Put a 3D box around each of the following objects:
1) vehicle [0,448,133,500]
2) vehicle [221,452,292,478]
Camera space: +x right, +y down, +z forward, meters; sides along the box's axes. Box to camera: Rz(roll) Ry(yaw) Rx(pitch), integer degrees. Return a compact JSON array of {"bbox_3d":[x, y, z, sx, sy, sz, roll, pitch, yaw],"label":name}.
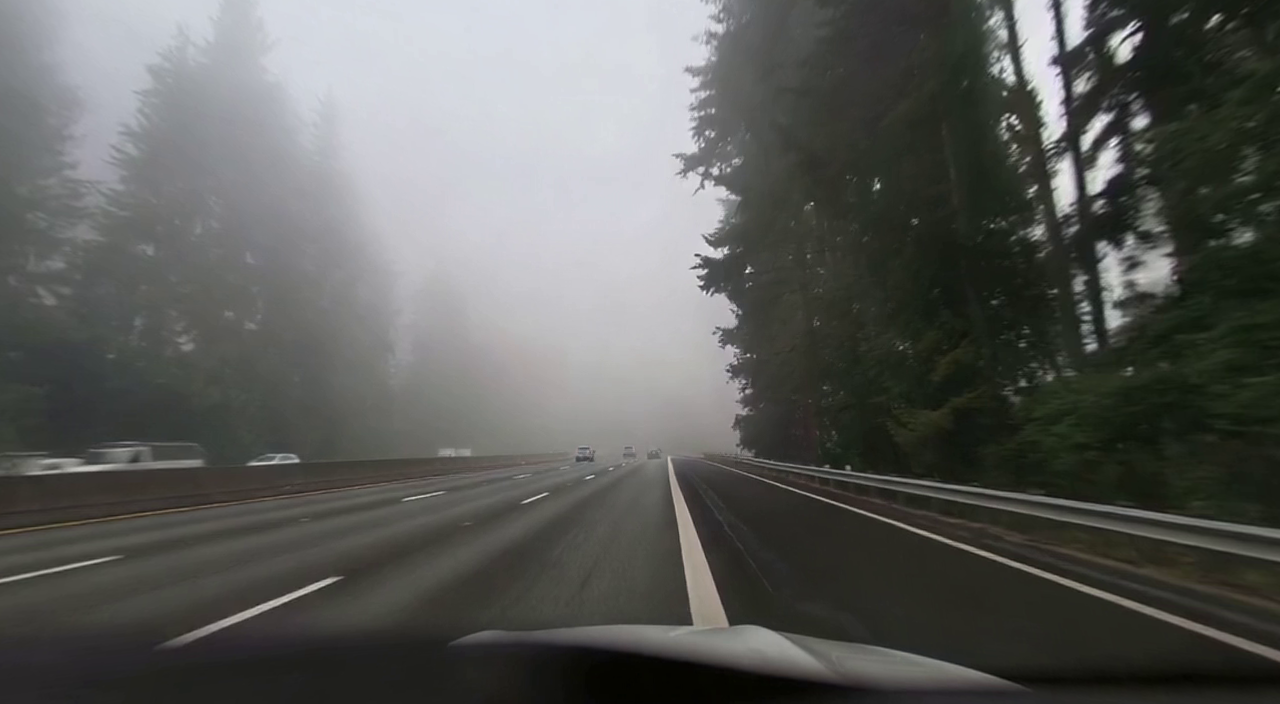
[{"bbox_3d":[-39.678,8.041,42.495,2.804,3.028,9.309,0,-8,2],"label":"vehicle"},{"bbox_3d":[-23.929,7.061,39.403,1.710,1.457,4.093,0,-8,3],"label":"vehicle"}]
